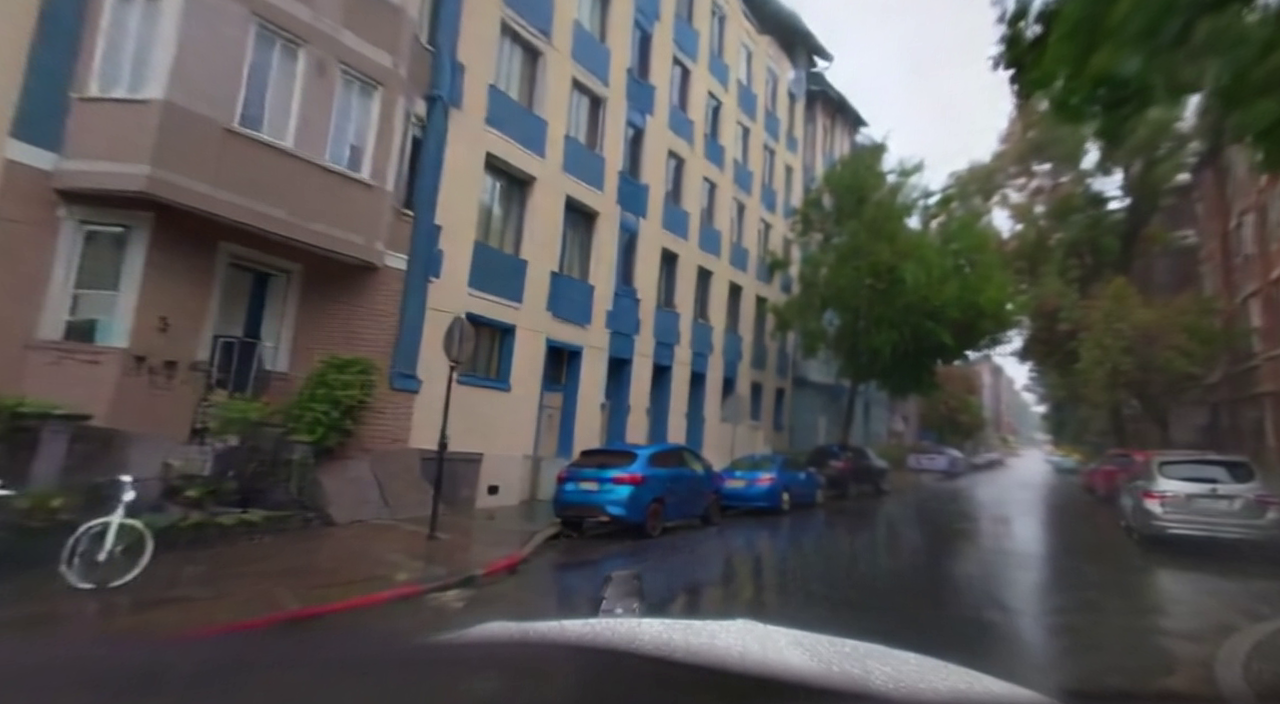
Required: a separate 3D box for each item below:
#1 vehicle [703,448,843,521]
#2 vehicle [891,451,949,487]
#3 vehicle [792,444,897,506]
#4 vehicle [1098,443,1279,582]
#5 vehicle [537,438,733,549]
[{"bbox_3d":[3.384,3.094,15.335,1.830,1.427,4.294,-5,-9,33],"label":"vehicle"},{"bbox_3d":[13.379,5.503,29.970,1.840,1.493,3.761,-5,-9,33],"label":"vehicle"},{"bbox_3d":[6.466,3.709,19.602,1.942,1.629,4.302,-5,-9,34],"label":"vehicle"},{"bbox_3d":[8.456,2.239,9.645,1.883,1.615,4.234,-5,-9,31],"label":"vehicle"},{"bbox_3d":[0.071,2.234,10.675,1.719,1.519,3.414,-5,-9,32],"label":"vehicle"}]
